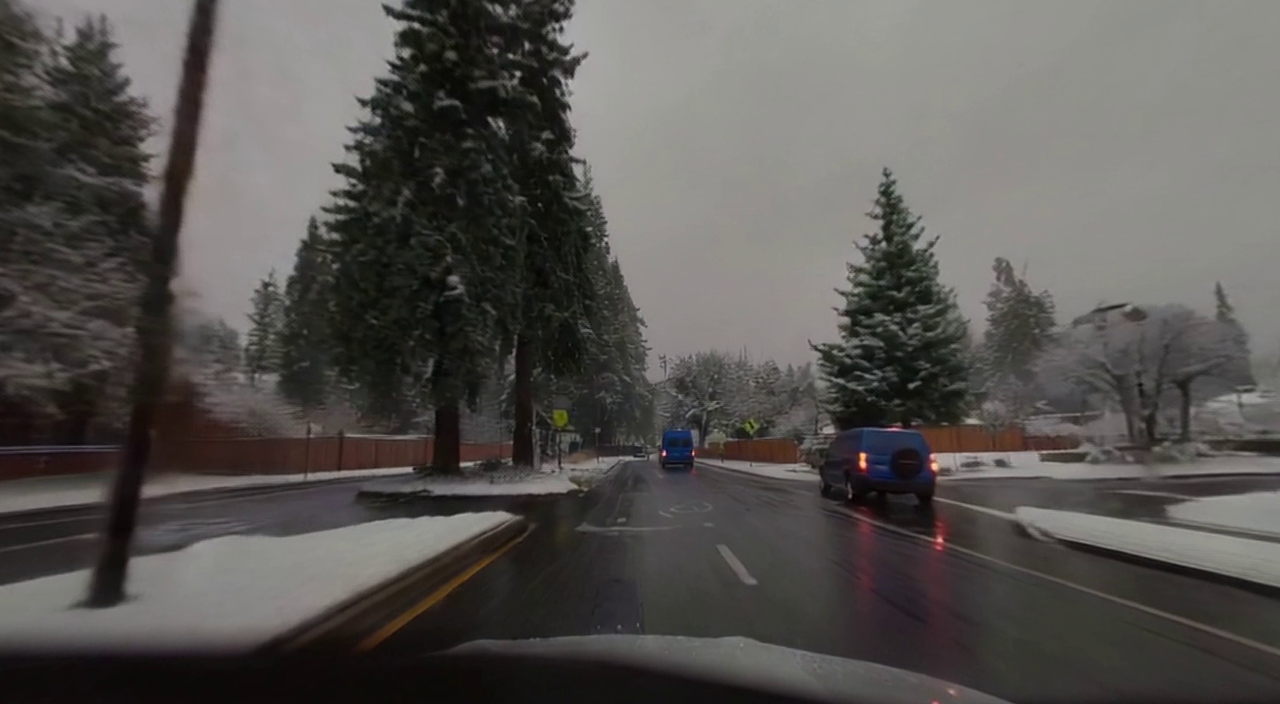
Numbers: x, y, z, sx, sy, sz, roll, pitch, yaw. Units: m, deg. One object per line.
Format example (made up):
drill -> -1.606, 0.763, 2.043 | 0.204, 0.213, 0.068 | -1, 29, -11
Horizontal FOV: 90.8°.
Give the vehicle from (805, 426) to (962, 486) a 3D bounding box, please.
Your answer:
vehicle -> 9.190, 3.963, 24.294 | 4.990, 2.142, 2.488 | 0, -8, 1
